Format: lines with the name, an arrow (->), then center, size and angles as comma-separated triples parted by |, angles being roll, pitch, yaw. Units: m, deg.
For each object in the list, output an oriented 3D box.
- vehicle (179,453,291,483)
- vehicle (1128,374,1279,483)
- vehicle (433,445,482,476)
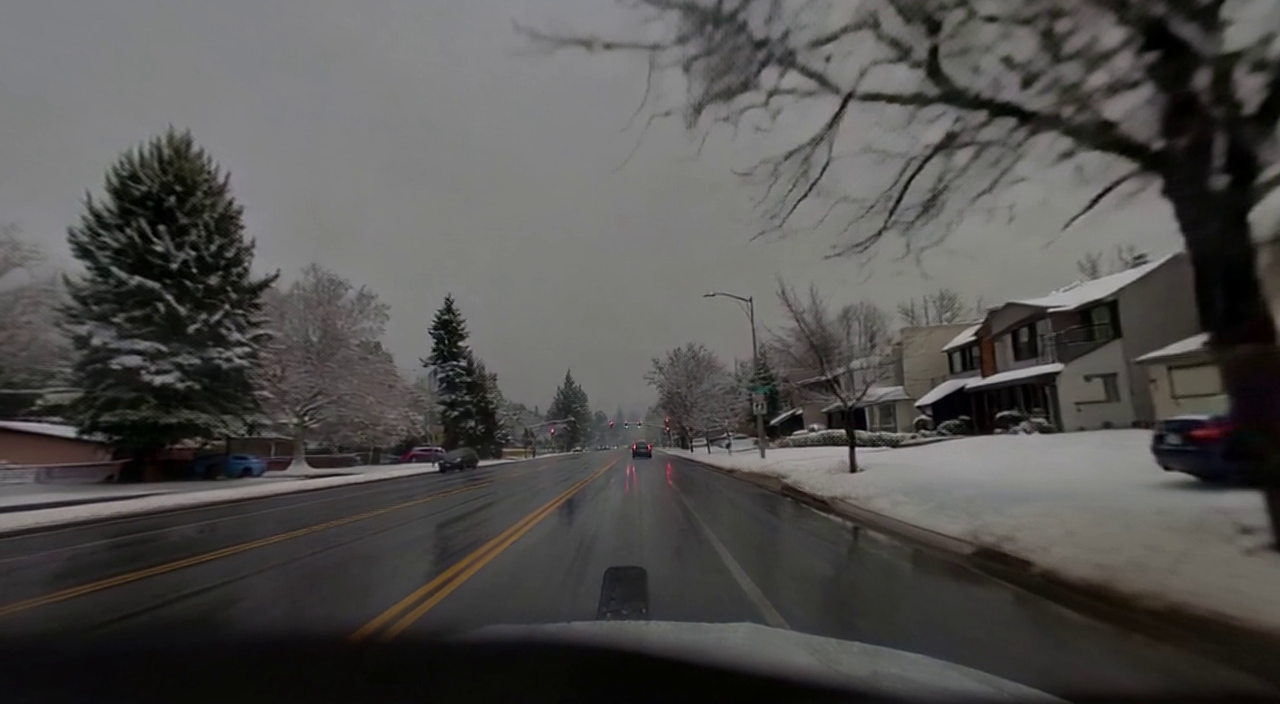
vehicle -> -22.790, 6.530, 35.671 | 4.791, 1.564, 2.125 | 0, -8, -5
vehicle -> 11.130, 1.134, 9.853 | 4.996, 1.563, 1.984 | -4, -9, 15
vehicle -> -14.166, 8.400, 49.195 | 2.337, 1.850, 5.448 | -4, -6, -2
